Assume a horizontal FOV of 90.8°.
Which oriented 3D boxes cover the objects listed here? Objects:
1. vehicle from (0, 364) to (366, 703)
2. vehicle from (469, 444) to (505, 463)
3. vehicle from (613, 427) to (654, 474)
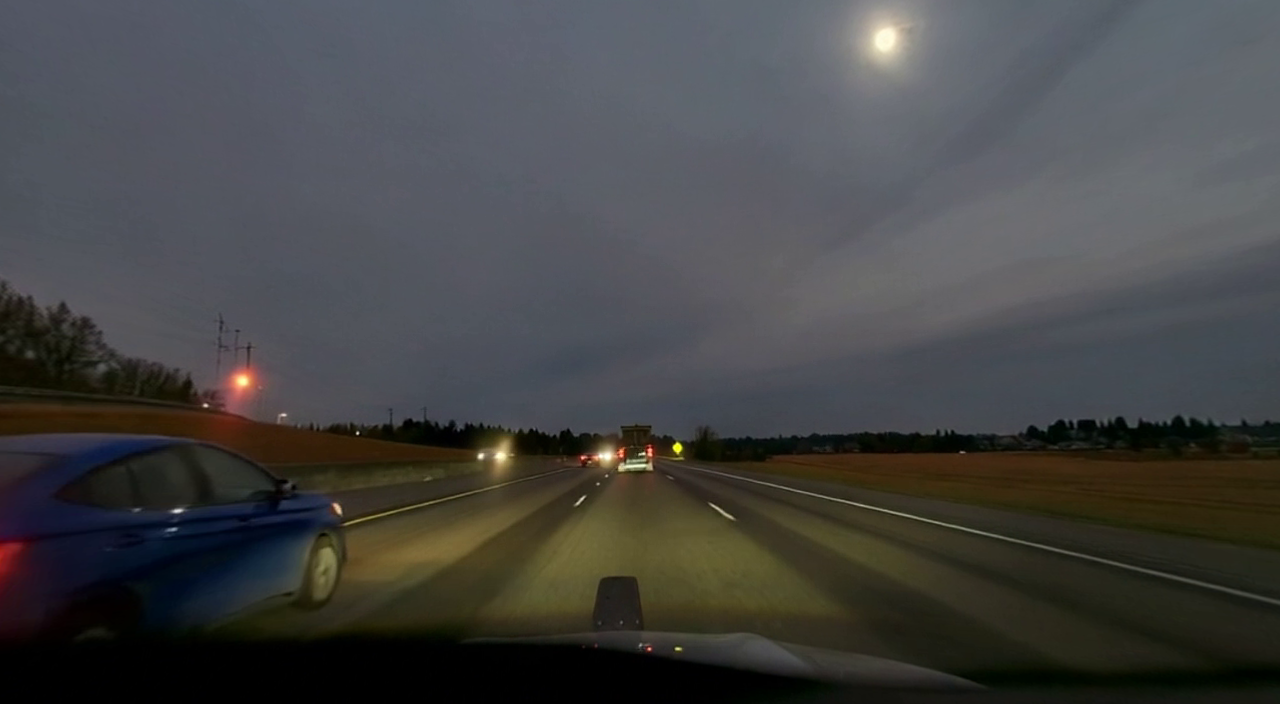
[{"bbox_3d":[-3.299,0.996,2.994,2.088,1.643,4.215,0,-9,0],"label":"vehicle"},{"bbox_3d":[-11.911,7.948,49.350,1.767,1.452,3.615,-1,-9,3],"label":"vehicle"},{"bbox_3d":[-0.506,6.971,44.787,2.672,3.056,6.900,0,-9,-1],"label":"vehicle"}]
